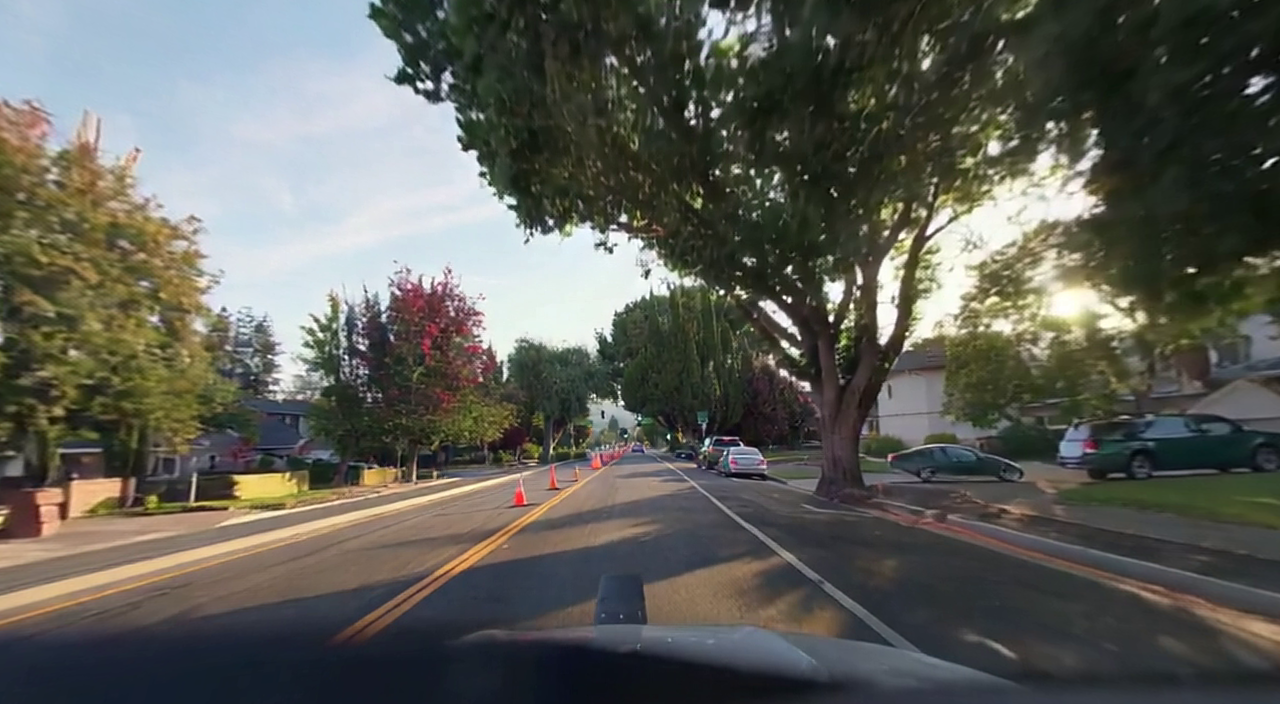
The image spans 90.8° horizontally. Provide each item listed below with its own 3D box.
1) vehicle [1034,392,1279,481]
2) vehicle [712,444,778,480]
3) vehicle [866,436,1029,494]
[{"bbox_3d":[14.919,2.360,17.620,6.037,2.247,2.657,0,-9,-2],"label":"vehicle"},{"bbox_3d":[4.235,4.507,26.195,1.928,1.333,4.586,0,-8,-1],"label":"vehicle"},{"bbox_3d":[8.427,3.100,17.559,3.561,1.465,1.870,1,-7,-2],"label":"vehicle"}]
